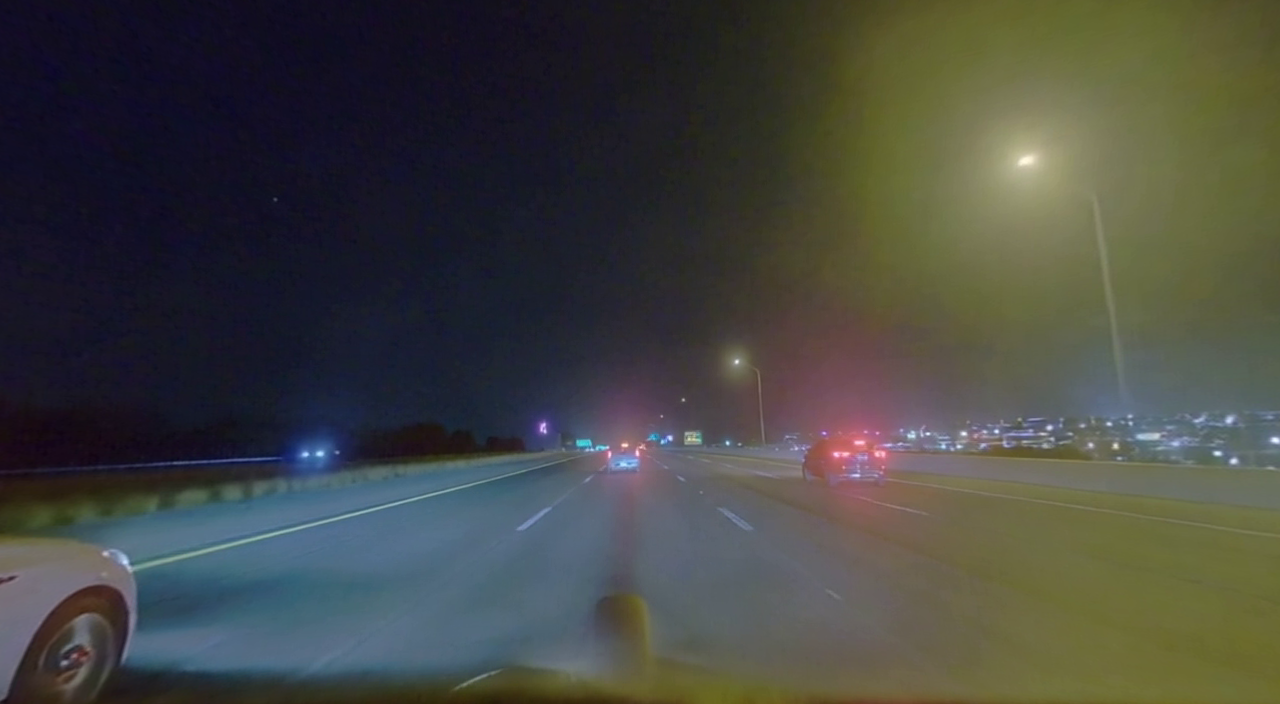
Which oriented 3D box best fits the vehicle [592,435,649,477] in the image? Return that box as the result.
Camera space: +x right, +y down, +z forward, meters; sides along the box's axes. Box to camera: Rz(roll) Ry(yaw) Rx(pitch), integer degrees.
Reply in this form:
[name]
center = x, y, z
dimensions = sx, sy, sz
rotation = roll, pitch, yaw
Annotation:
[vehicle]
center = -0.738, 4.233, 25.826
dimensions = 2.147, 1.576, 3.964
rotation = 0, -8, 0
